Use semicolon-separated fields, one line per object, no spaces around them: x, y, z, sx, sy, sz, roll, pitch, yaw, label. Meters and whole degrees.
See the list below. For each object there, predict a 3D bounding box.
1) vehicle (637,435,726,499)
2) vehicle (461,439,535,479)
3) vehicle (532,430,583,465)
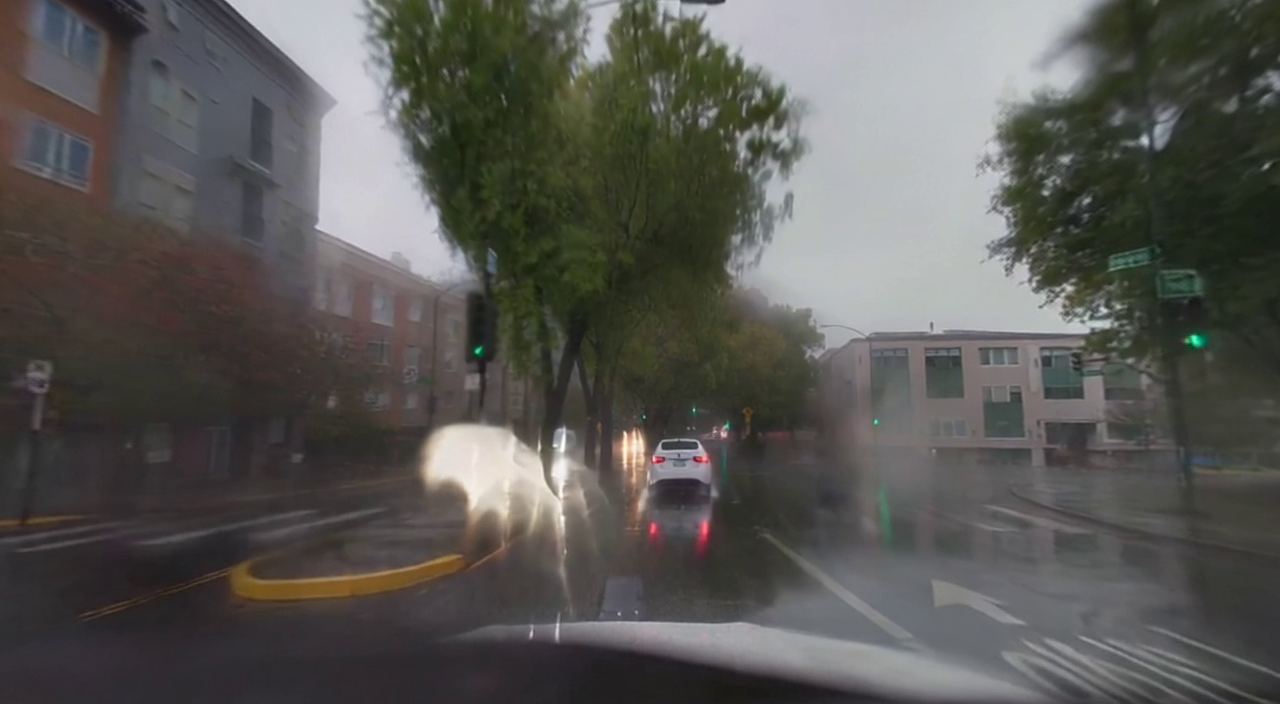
1.054;2.861;16.109;1.950;1.401;4.159;-1;-8;4;vehicle
-5.859;4.444;26.535;1.884;1.509;4.416;-1;-8;3;vehicle
-5.103;6.005;39.727;2.310;2.045;4.763;-1;-8;4;vehicle
